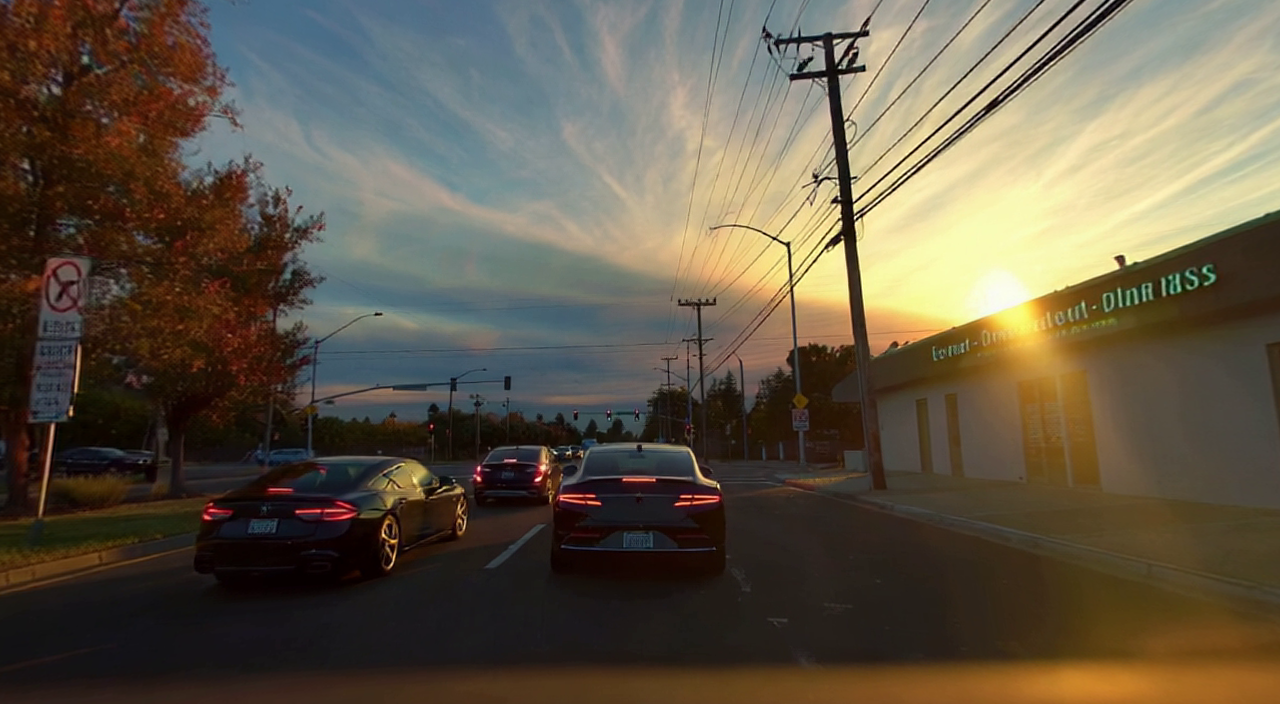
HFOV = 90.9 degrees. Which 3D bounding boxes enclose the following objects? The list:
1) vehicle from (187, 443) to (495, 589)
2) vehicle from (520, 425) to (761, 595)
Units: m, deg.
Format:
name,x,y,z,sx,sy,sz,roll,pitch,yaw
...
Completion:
name,x,y,z,sx,sy,sz,roll,pitch,yaw
vehicle,-3.220,1.813,7.842,1.765,1.319,4.013,0,-9,2
vehicle,-0.007,1.688,7.568,2.101,1.469,3.955,0,-9,0
